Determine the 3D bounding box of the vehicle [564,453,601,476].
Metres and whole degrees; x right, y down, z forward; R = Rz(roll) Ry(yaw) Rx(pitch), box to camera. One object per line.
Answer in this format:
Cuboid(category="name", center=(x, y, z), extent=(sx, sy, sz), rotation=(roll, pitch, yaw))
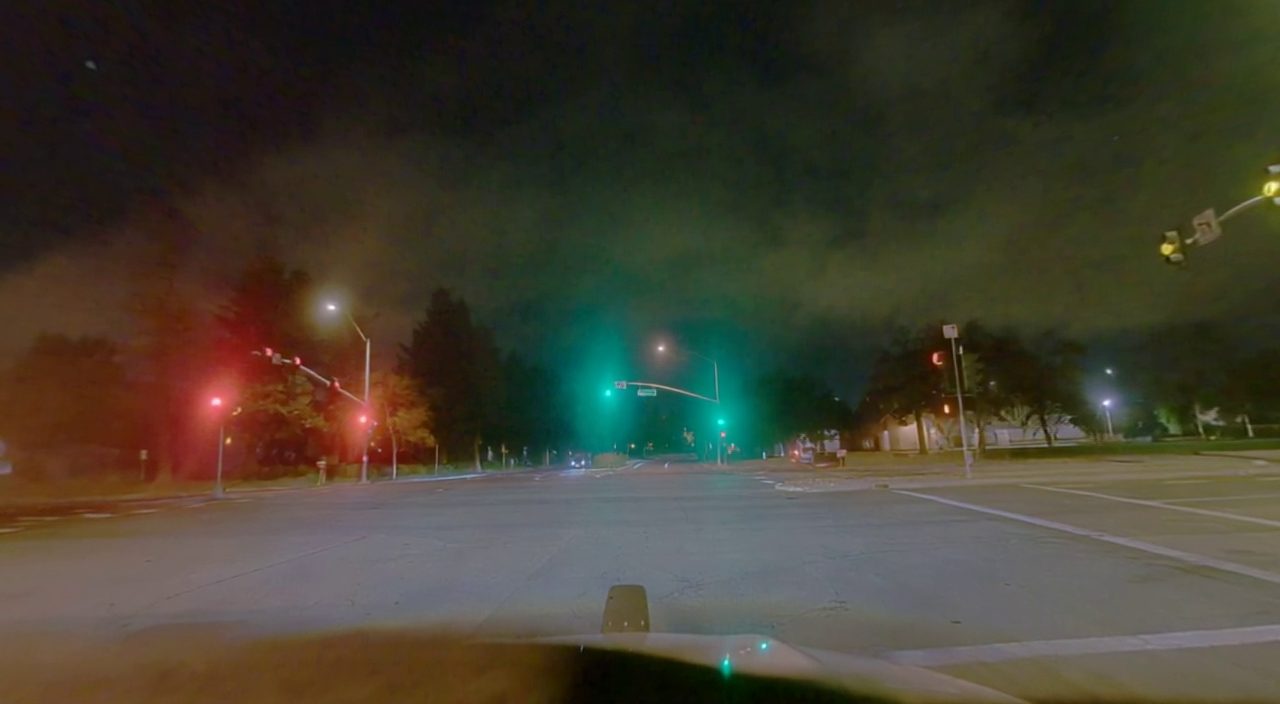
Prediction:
Cuboid(category="vehicle", center=(-4.480, 8.850, 49.866), extent=(2.030, 1.704, 4.205), rotation=(-1, -8, 7))
